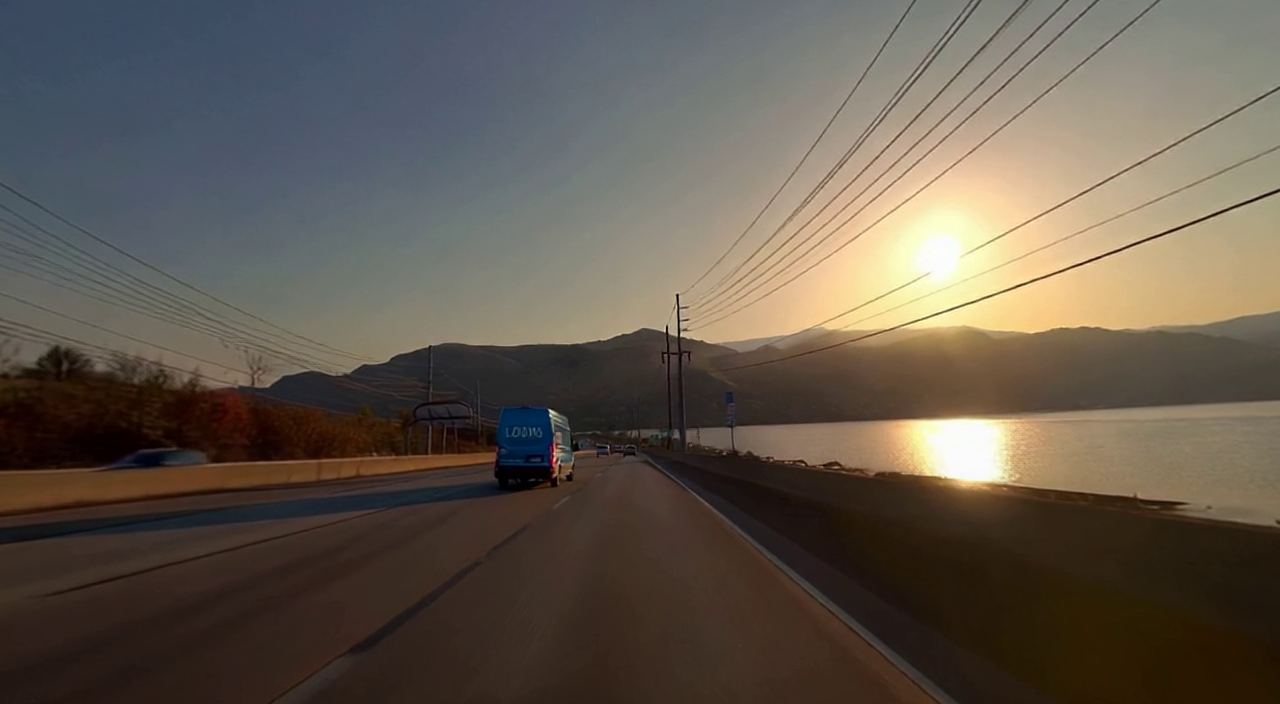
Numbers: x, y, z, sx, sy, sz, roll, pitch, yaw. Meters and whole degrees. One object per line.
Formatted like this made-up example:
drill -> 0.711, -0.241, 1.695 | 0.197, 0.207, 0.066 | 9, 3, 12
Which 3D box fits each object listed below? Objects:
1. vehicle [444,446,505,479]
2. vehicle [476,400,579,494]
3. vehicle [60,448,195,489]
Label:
vehicle -> -7.764, 5.204, 29.991 | 1.822, 1.448, 3.873 | 0, -8, 0
vehicle -> -3.640, 3.298, 22.018 | 2.331, 2.757, 6.581 | 0, -8, 0
vehicle -> -21.049, 4.763, 26.238 | 1.841, 1.541, 4.469 | 0, -8, 0
